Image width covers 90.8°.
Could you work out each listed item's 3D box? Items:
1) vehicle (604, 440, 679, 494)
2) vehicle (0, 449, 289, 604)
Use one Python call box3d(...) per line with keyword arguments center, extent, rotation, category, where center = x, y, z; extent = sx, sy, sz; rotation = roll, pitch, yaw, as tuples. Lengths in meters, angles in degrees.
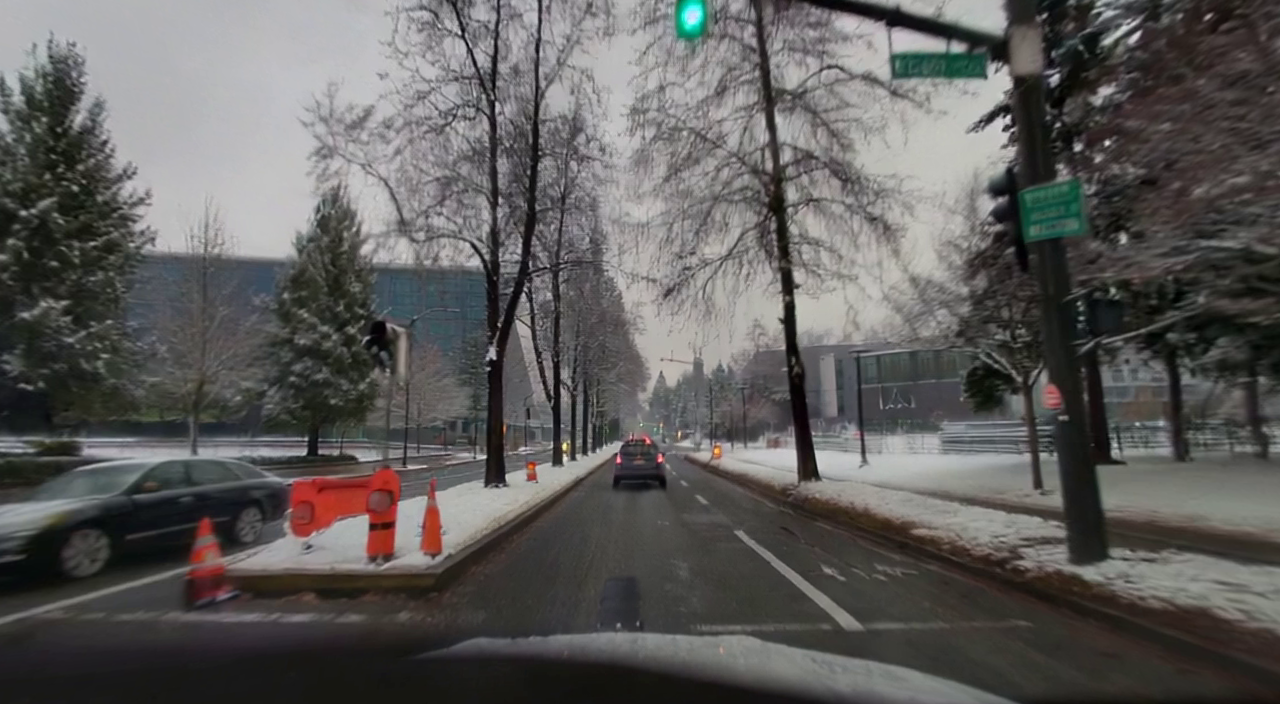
box3d(center=(0.069, 3.571, 20.059), extent=(2.114, 1.493, 4.430), rotation=(0, -8, 1), category="vehicle")
box3d(center=(-6.949, 2.033, 8.399), extent=(1.933, 1.433, 4.590), rotation=(0, -8, 0), category="vehicle")
